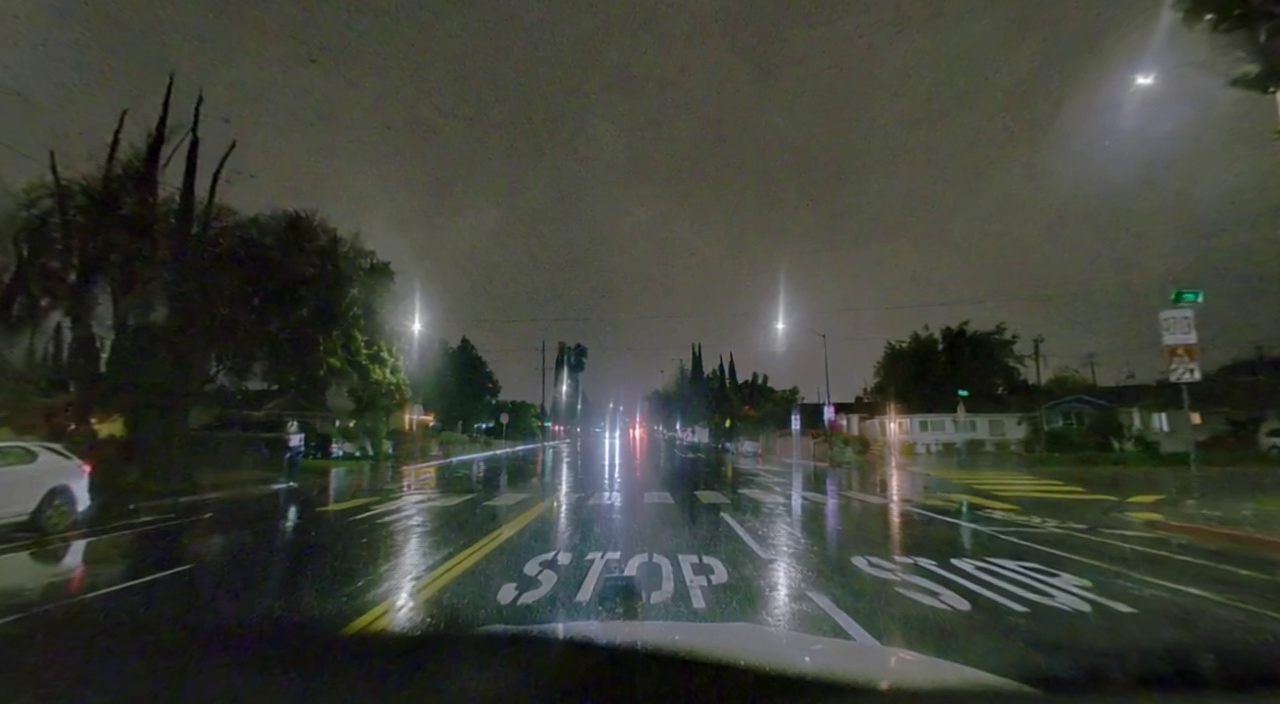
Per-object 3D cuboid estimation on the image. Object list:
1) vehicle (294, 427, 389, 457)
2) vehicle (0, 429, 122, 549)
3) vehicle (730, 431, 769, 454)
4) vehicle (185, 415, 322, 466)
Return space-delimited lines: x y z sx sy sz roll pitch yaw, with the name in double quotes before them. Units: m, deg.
"vehicle" -18.037 5.497 38.371 4.743 1.734 1.994 0 -9 0
"vehicle" -11.191 2.212 10.066 2.078 1.843 4.615 -1 -6 -2
"vehicle" 7.917 6.643 46.149 2.029 1.554 4.705 0 -9 1
"vehicle" -17.993 4.172 29.643 4.800 2.259 2.303 0 -9 -1
